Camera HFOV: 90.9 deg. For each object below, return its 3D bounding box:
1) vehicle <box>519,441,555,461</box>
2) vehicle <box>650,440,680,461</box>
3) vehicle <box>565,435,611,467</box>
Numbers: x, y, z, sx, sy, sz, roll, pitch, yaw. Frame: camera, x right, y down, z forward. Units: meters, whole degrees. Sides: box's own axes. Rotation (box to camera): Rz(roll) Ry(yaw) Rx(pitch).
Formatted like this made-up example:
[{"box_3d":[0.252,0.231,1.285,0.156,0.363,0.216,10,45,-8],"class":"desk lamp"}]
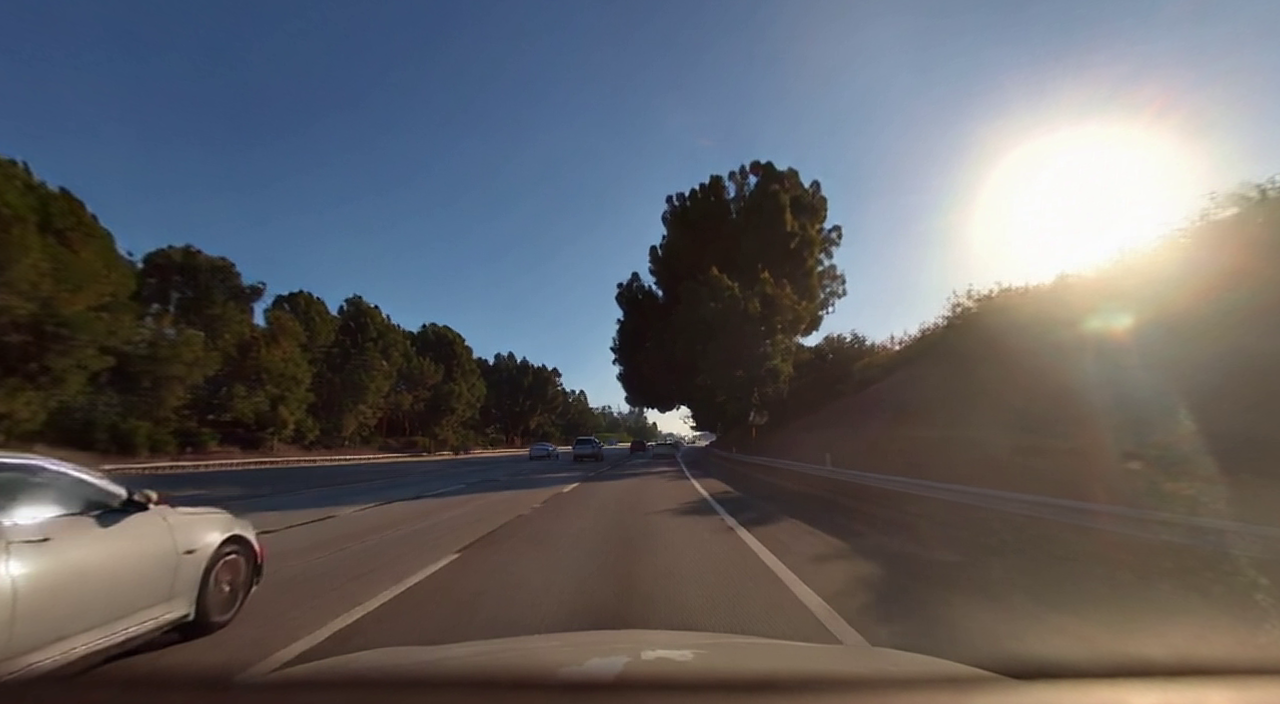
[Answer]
[{"box_3d":[-7.792,7.538,47.968,1.883,1.411,4.053,0,-9,3],"class":"vehicle"},{"box_3d":[1.881,7.325,46.791,2.113,1.464,4.073,0,-9,4],"class":"vehicle"},{"box_3d":[-2.950,5.731,36.695,2.071,1.716,4.363,0,-9,3],"class":"vehicle"}]
